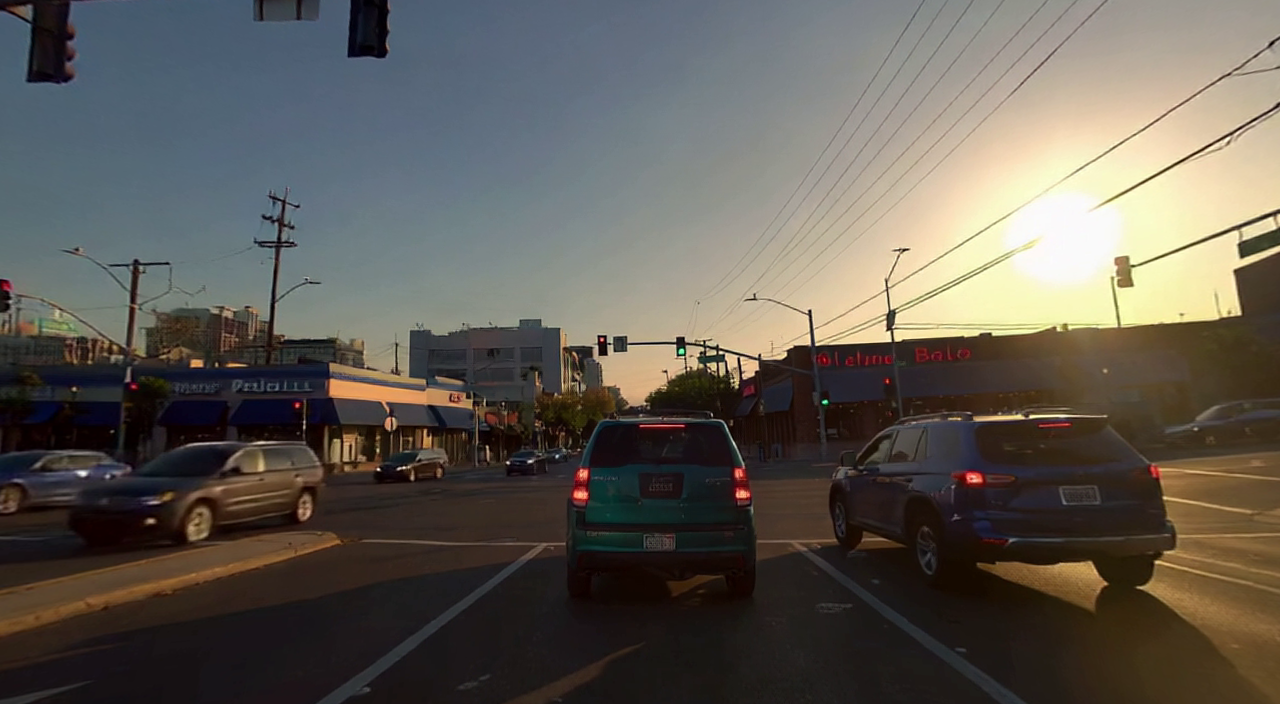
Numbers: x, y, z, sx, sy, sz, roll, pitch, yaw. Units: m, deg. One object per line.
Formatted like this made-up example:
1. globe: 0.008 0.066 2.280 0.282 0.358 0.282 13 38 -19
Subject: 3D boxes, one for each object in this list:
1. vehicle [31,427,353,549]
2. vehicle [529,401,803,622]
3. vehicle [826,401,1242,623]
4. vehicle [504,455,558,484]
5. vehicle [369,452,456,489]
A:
1. vehicle: -7.772 2.383 11.863 2.176 1.766 5.042 -1 -8 3
2. vehicle: 0.252 1.506 6.822 2.098 1.682 3.778 0 -8 2
3. vehicle: 3.606 1.519 6.953 1.976 1.664 4.189 -1 -8 2
4. vehicle: -6.110 6.618 35.876 1.924 1.453 4.343 -1 -8 5
5. vehicle: -10.456 5.454 29.428 1.958 1.493 4.795 -1 -8 5
